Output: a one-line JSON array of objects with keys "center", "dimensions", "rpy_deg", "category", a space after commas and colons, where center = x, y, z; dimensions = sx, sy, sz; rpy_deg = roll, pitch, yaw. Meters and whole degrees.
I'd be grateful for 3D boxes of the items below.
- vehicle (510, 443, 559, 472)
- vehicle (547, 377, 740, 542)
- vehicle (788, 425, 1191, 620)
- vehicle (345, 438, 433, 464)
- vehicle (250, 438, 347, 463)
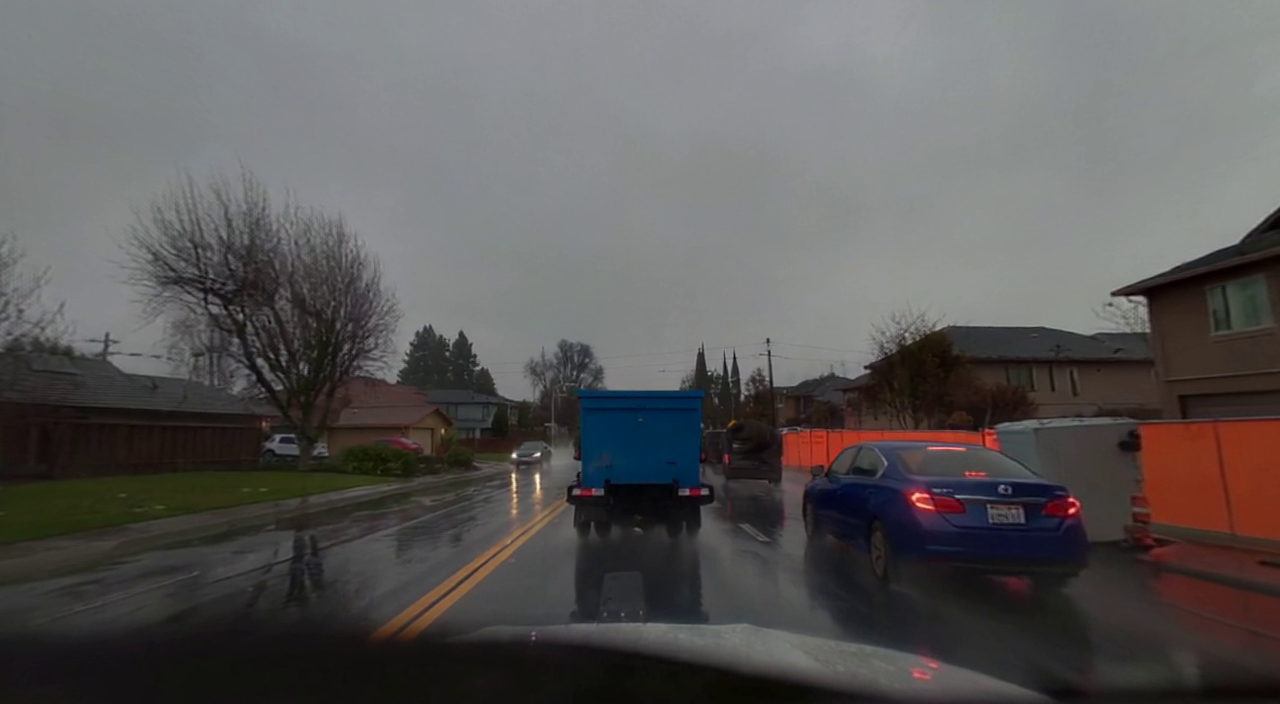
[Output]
[{"center": [-5.940, 5.970, 35.880], "dimensions": [1.953, 1.528, 4.492], "rpy_deg": [0, -8, 1], "category": "vehicle"}, {"center": [0.083, 2.005, 12.270], "dimensions": [2.751, 2.361, 6.347], "rpy_deg": [0, -8, 1], "category": "vehicle"}, {"center": [3.257, 1.659, 7.182], "dimensions": [2.010, 1.499, 4.481], "rpy_deg": [0, -8, 0], "category": "vehicle"}, {"center": [-15.012, 5.945, 37.739], "dimensions": [4.490, 1.500, 1.875], "rpy_deg": [0, -8, -2], "category": "vehicle"}, {"center": [-20.321, 5.878, 37.446], "dimensions": [4.706, 1.468, 1.817], "rpy_deg": [-1, -8, 3], "category": "vehicle"}]
